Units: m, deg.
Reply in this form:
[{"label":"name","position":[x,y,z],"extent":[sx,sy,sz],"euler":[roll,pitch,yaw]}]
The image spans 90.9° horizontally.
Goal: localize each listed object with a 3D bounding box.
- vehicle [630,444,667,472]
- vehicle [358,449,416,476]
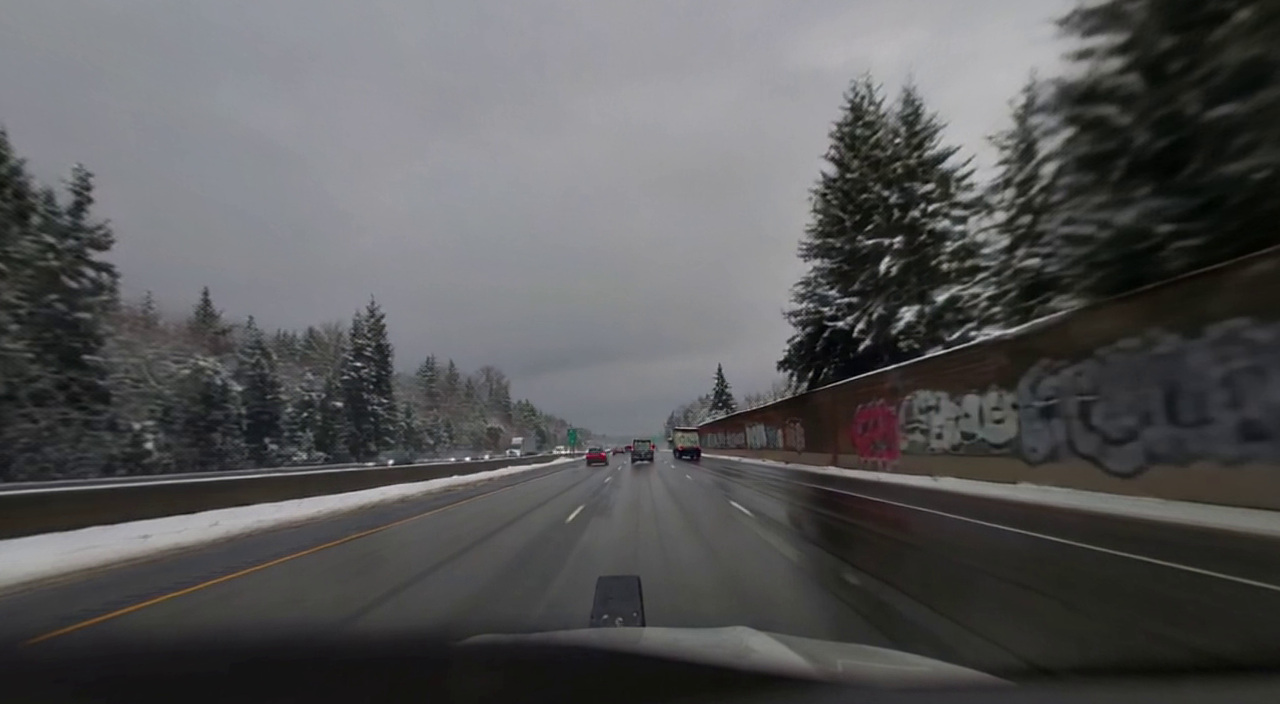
[{"label":"vehicle","position":[0.473,6.058,36.165],"extent":[2.009,1.506,4.091],"euler":[0,-9,0]},{"label":"vehicle","position":[-16.607,7.260,41.590],"extent":[1.935,1.600,4.530],"euler":[0,-9,0]}]
